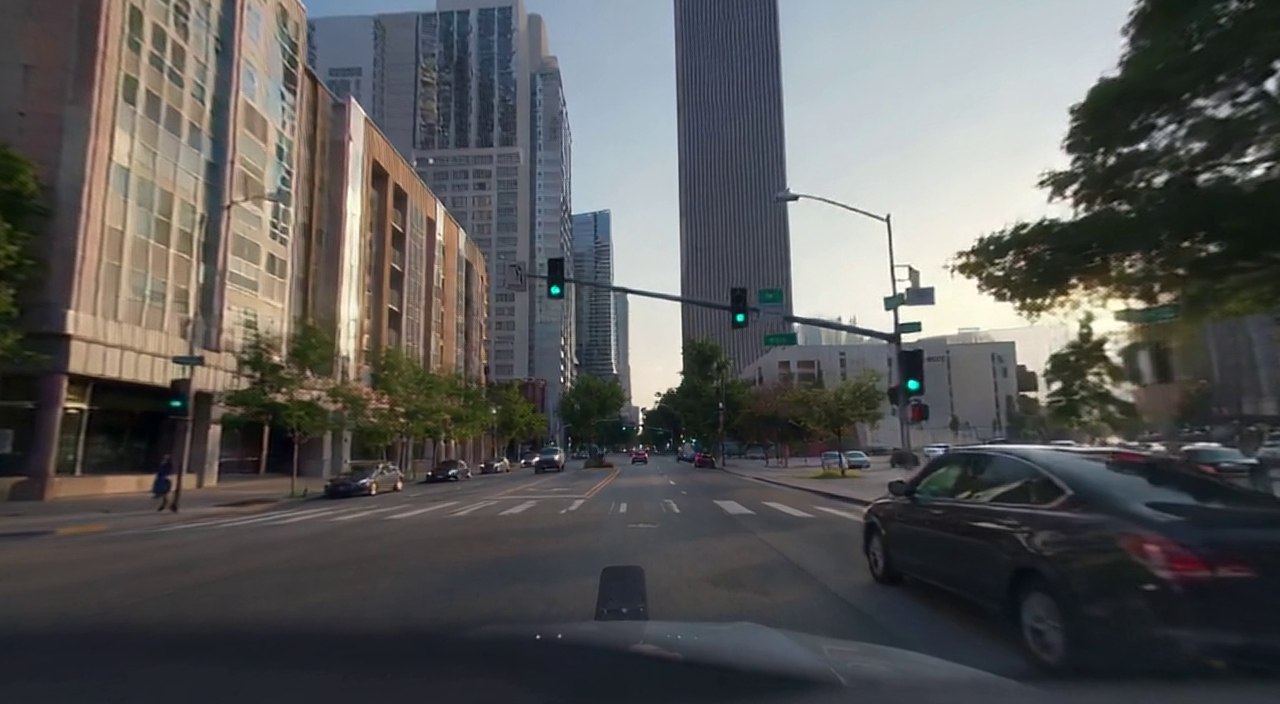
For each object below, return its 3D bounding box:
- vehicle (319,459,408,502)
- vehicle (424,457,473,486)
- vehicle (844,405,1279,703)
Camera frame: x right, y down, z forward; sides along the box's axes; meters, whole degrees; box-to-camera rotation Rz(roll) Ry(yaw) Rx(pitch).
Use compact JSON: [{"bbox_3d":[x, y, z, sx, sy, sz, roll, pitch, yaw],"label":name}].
[{"bbox_3d":[-12.200,5.676,28.080,1.910,1.511,4.565,-1,-7,0],"label":"vehicle"},{"bbox_3d":[-12.172,7.588,40.206,1.867,1.583,4.108,-1,-8,0],"label":"vehicle"},{"bbox_3d":[3.105,1.250,4.039,2.080,1.524,4.348,0,-9,-1],"label":"vehicle"}]
